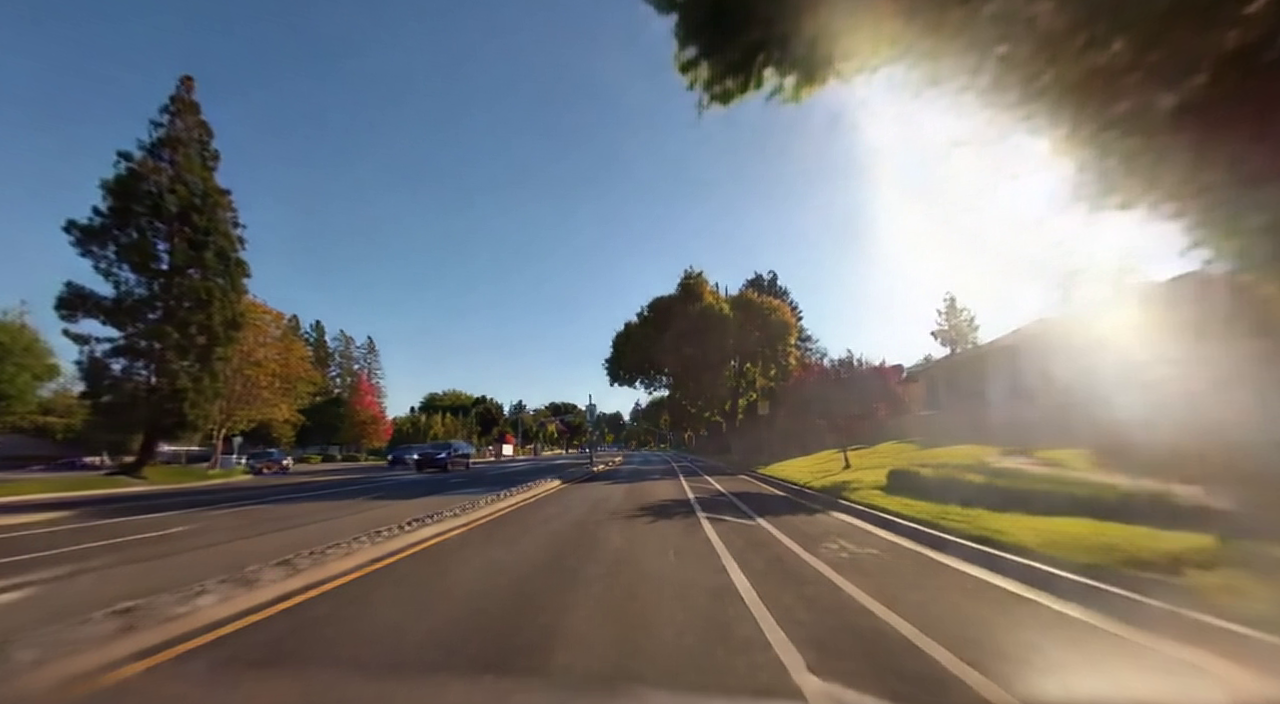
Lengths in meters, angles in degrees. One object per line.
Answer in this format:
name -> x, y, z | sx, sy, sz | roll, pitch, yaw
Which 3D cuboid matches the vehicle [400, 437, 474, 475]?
vehicle -> -11.010, 5.678, 34.665 | 2.336, 1.905, 4.908 | 0, -8, 1
